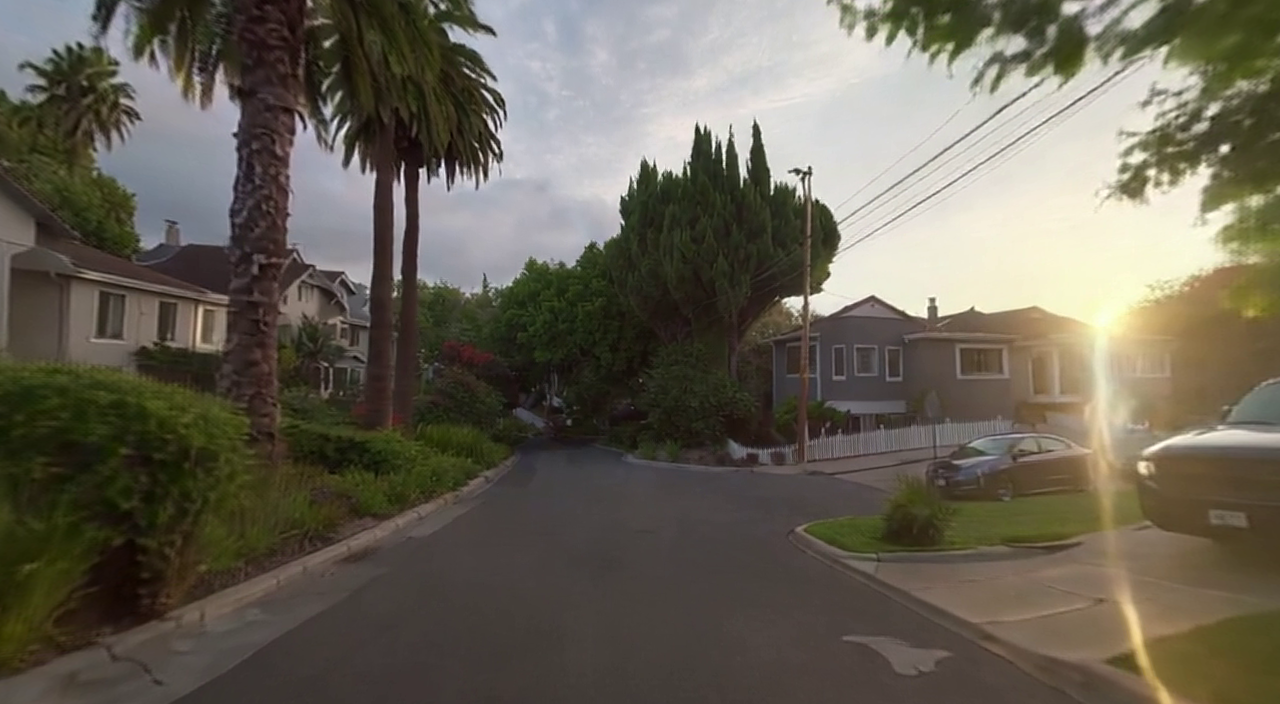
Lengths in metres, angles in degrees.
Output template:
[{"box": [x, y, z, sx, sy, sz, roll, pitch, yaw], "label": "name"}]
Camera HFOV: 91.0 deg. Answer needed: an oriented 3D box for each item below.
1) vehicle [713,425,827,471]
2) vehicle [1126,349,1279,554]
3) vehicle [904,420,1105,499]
[{"box": [6.754, 5.057, 32.675, 5.663, 1.913, 2.170, 8, -14, -27], "label": "vehicle"}, {"box": [9.839, 1.237, 7.869, 6.615, 2.137, 2.578, 3, -10, -20], "label": "vehicle"}, {"box": [10.067, 2.988, 17.546, 4.443, 1.948, 2.230, 2, -12, -18], "label": "vehicle"}]
